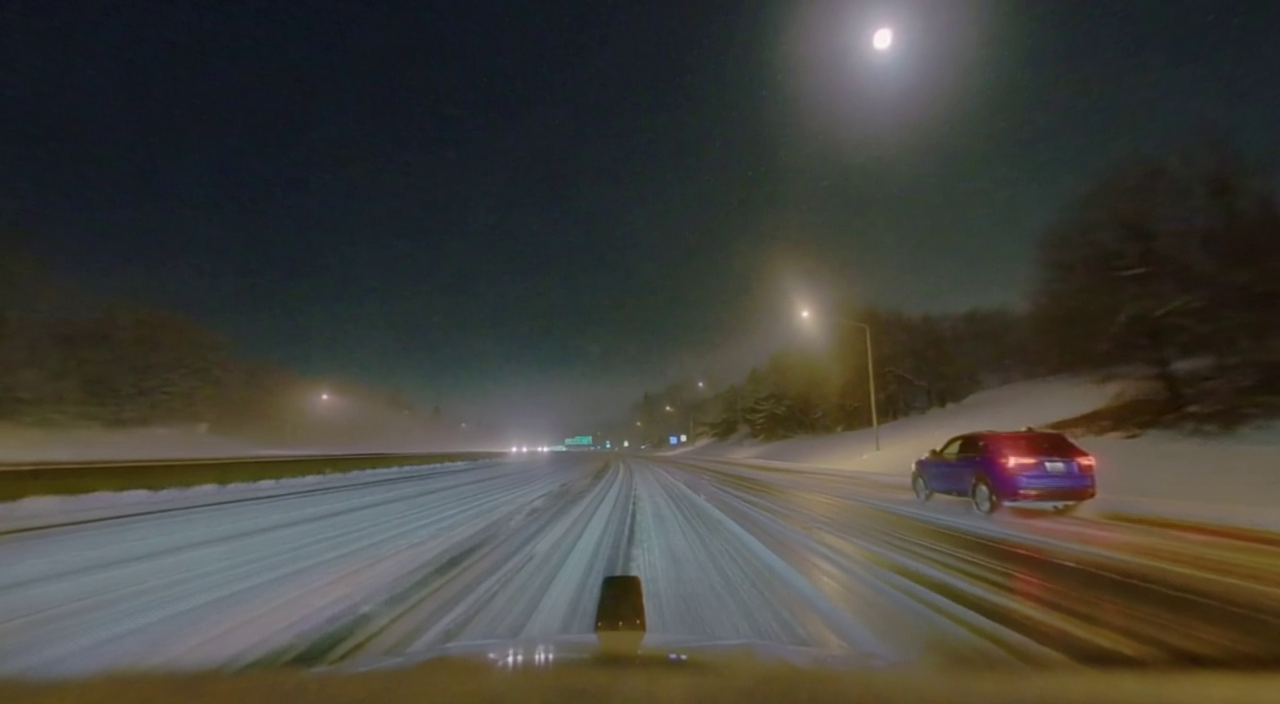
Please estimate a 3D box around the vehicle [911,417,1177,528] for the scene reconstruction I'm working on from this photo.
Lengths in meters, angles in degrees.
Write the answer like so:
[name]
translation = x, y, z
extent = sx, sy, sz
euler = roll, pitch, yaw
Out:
[vehicle]
translation = 7.242, 2.208, 12.032
extent = 2.091, 1.711, 4.383
euler = 0, -9, -1
